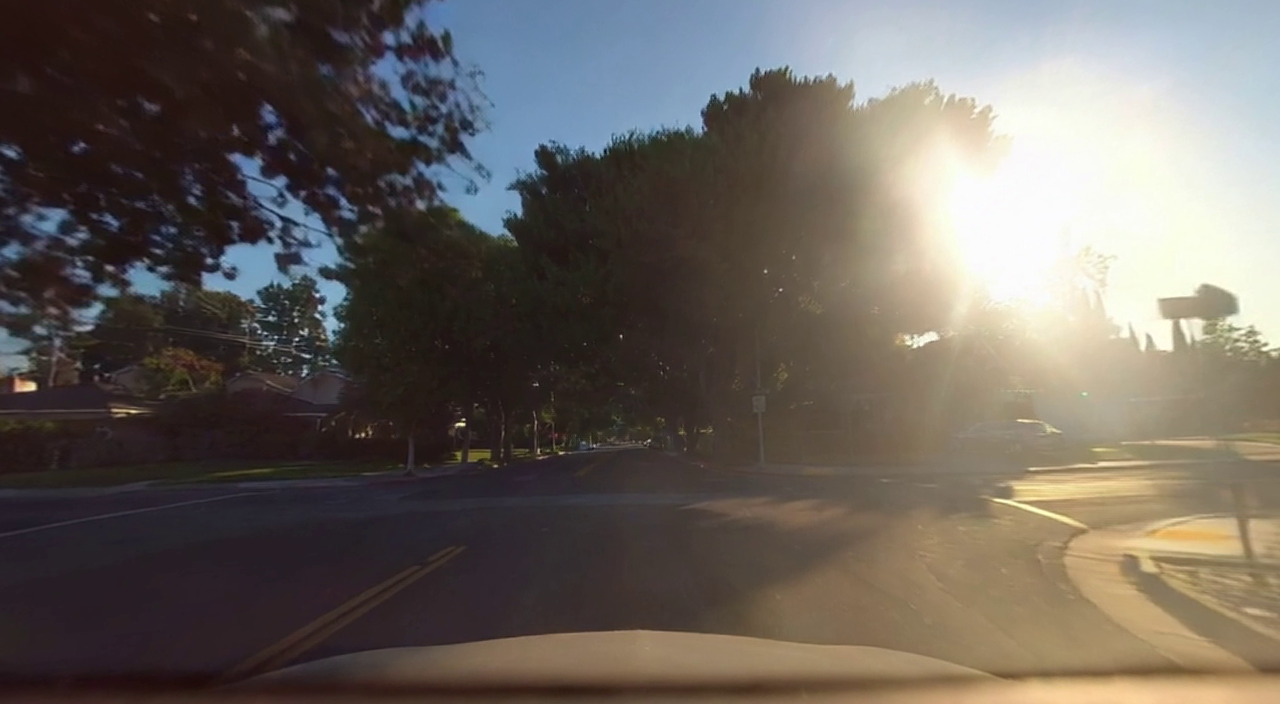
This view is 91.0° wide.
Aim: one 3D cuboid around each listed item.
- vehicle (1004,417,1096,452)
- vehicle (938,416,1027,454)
[{"bbox_3d":[18.873,3.859,29.243,1.803,1.504,4.324,-1,-8,7],"label":"vehicle"},{"bbox_3d":[16.115,3.970,29.911,1.829,1.667,4.437,0,-8,2],"label":"vehicle"}]
